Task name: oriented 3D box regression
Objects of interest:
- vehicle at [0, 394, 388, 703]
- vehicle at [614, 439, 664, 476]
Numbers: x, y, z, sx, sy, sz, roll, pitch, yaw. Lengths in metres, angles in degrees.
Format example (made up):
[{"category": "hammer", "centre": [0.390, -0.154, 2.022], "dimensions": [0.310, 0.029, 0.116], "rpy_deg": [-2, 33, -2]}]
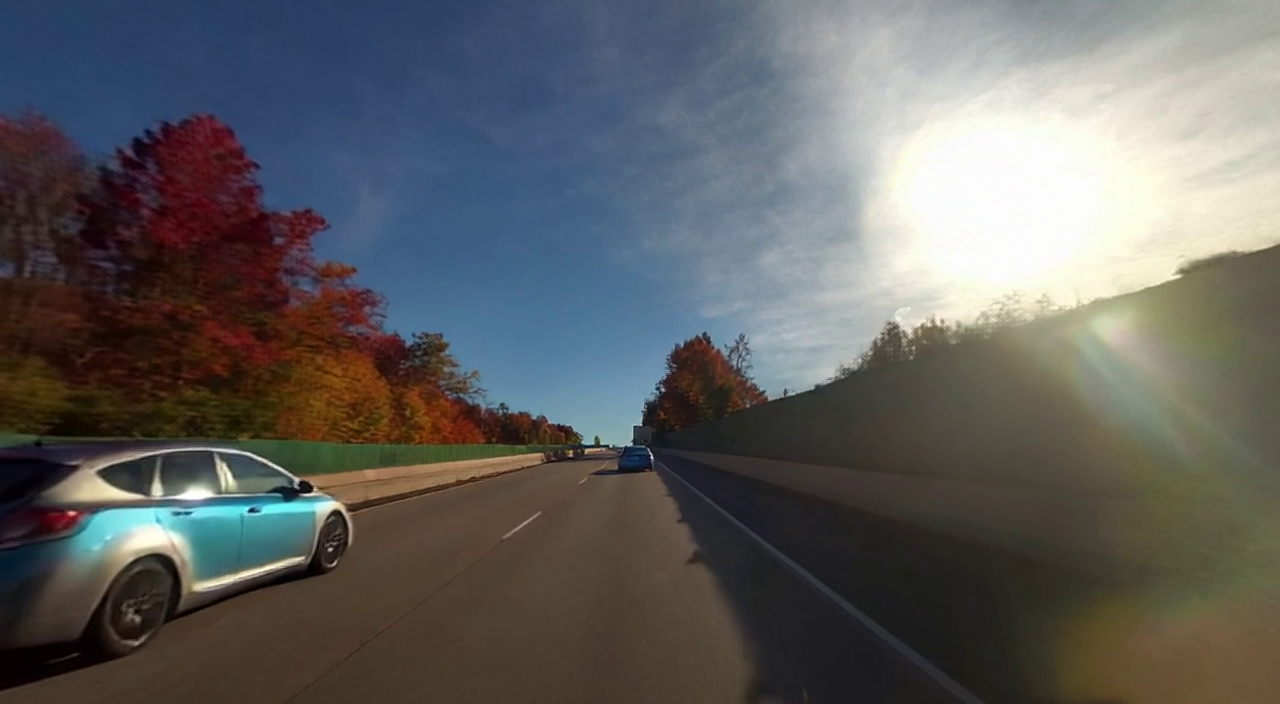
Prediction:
[{"category": "vehicle", "centre": [-3.864, 1.251, 4.948], "dimensions": [2.054, 1.536, 4.128], "rpy_deg": [0, -8, 0]}, {"category": "vehicle", "centre": [-0.099, 4.623, 27.888], "dimensions": [2.057, 1.516, 4.065], "rpy_deg": [0, -8, -1]}]
